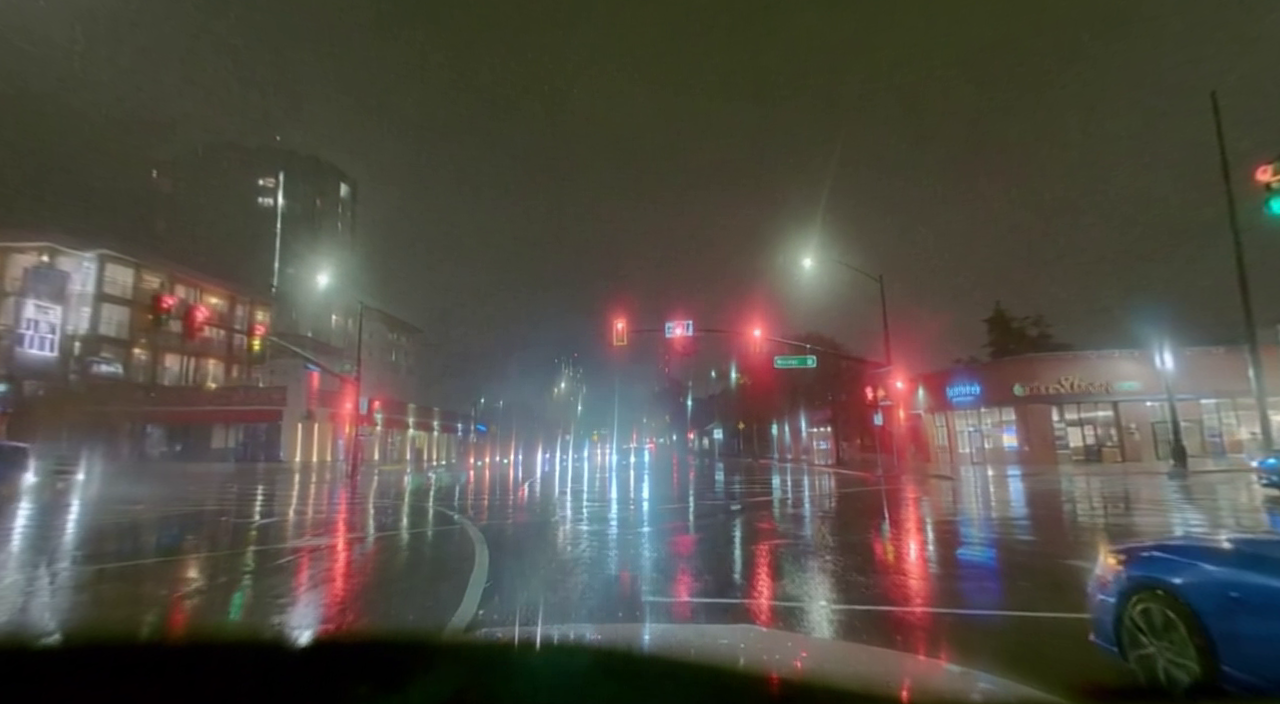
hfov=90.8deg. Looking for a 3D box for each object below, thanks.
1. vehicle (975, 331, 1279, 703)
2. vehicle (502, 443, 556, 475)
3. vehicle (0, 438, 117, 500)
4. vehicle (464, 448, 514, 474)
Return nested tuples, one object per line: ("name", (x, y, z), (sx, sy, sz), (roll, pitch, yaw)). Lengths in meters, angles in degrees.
("vehicle", (3.335, 0.760, 2.176), (2.049, 1.691, 4.447), (-1, -8, 2))
("vehicle", (-6.412, 6.239, 37.034), (2.181, 1.703, 4.512), (-1, -8, 2))
("vehicle", (-20.907, 3.876, 21.171), (5.161, 1.910, 2.275), (-2, -9, 11))
("vehicle", (-9.433, 6.819, 39.811), (2.106, 1.505, 4.228), (0, -8, 0))
